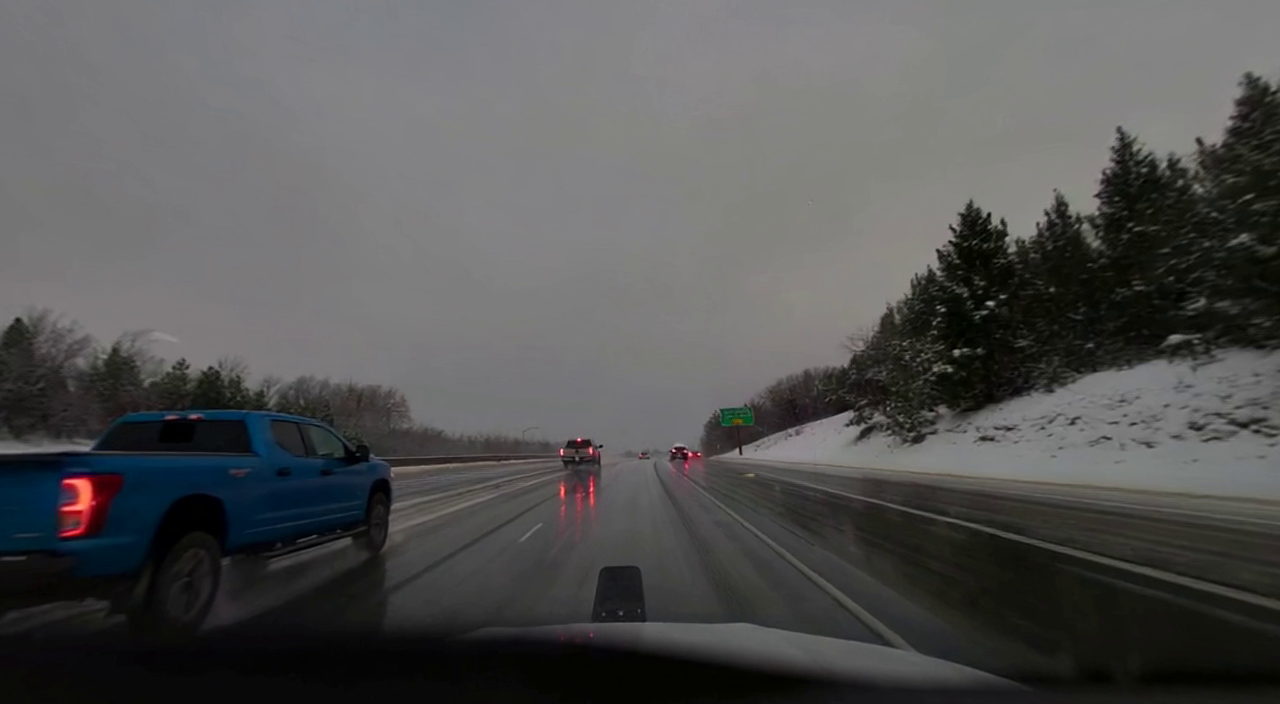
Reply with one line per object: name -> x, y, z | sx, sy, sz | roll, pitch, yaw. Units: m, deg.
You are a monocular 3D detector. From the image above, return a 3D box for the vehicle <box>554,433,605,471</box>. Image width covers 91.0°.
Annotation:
vehicle -> -3.712, 6.332, 39.987 | 2.496, 2.203, 6.317 | 0, -9, 1

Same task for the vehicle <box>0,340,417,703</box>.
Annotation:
vehicle -> -4.260, 1.276, 5.779 | 2.285, 1.853, 5.564 | 0, -9, 1
